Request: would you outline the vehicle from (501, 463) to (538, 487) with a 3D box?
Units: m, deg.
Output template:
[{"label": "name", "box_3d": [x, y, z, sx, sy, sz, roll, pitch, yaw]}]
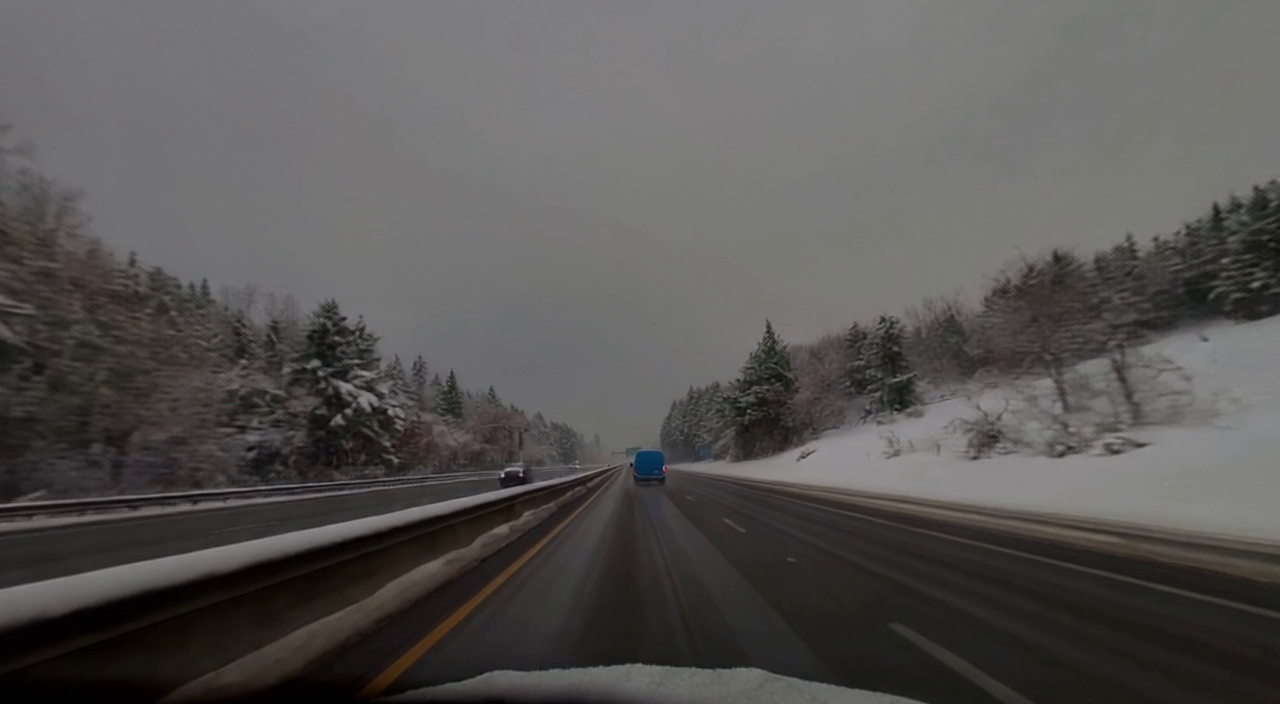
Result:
[{"label": "vehicle", "box_3d": [-8.466, 8.708, 44.614, 1.856, 1.540, 3.882, 1, -10, 0]}]

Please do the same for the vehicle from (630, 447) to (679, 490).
[{"label": "vehicle", "box_3d": [0.745, 6.454, 34.944, 2.429, 2.167, 4.558, 1, -10, -2]}]
